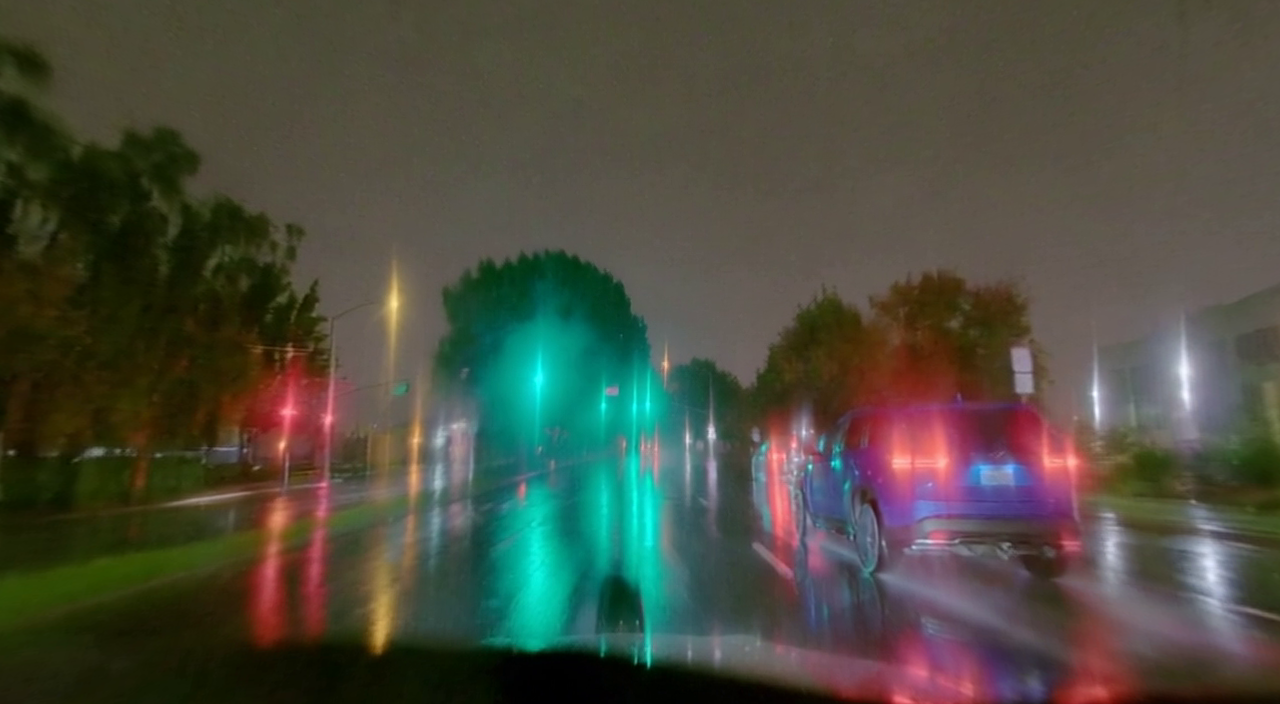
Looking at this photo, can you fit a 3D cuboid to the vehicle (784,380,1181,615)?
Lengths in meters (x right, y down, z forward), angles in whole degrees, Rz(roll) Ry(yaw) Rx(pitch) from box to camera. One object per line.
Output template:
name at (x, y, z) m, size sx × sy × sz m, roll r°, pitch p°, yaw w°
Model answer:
vehicle at (3.238, 1.473, 7.268) m, size 2.033 × 1.865 × 4.360 m, roll 0°, pitch -8°, yaw -1°

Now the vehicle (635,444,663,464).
vehicle at (0.711, 7.936, 49.055) m, size 2.131 × 1.474 × 4.146 m, roll 0°, pitch -8°, yaw 1°
